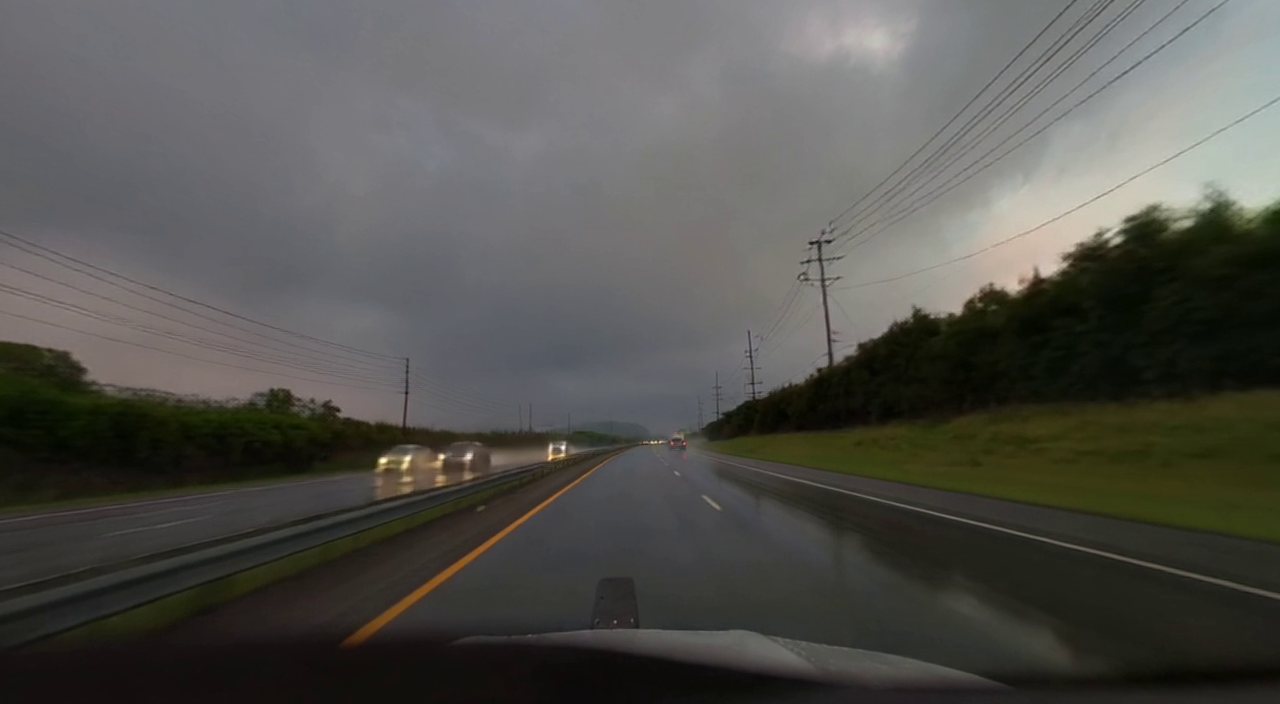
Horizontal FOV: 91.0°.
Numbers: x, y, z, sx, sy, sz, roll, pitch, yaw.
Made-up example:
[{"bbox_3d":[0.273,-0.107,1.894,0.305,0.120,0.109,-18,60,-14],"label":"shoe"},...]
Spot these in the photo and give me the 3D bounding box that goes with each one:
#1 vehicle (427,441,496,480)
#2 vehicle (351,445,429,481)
[{"bbox_3d":[-7.846,4.783,28.136,1.863,1.592,4.379,0,-8,-1],"label":"vehicle"},{"bbox_3d":[-11.036,4.897,28.111,1.912,1.468,4.018,0,-8,-1],"label":"vehicle"}]
